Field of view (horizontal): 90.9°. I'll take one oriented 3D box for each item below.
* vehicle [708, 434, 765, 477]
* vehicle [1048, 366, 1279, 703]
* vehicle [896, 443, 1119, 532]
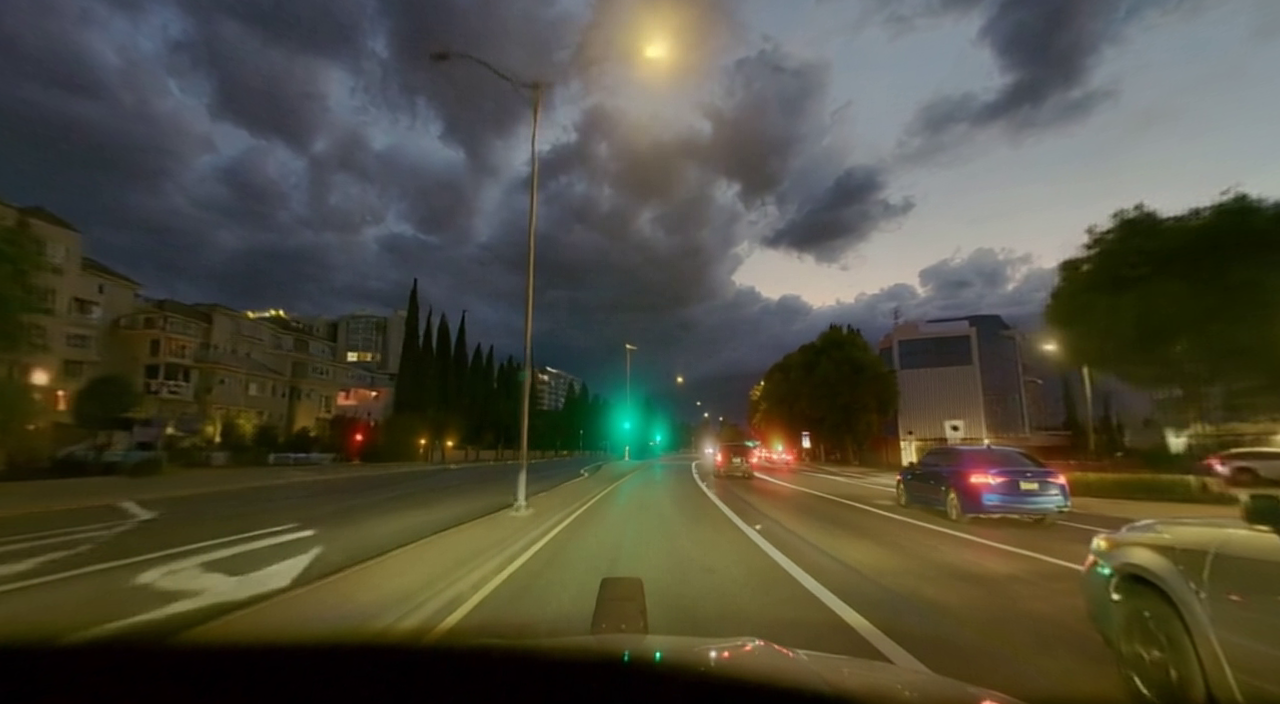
[{"bbox_3d":[4.508,4.939,30.289,2.154,1.844,4.634,-1,-8,2],"label":"vehicle"},{"bbox_3d":[3.306,0.762,1.555,1.901,1.634,3.952,0,-8,0],"label":"vehicle"},{"bbox_3d":[7.252,2.670,13.140,1.899,1.496,4.559,0,-8,0],"label":"vehicle"}]
